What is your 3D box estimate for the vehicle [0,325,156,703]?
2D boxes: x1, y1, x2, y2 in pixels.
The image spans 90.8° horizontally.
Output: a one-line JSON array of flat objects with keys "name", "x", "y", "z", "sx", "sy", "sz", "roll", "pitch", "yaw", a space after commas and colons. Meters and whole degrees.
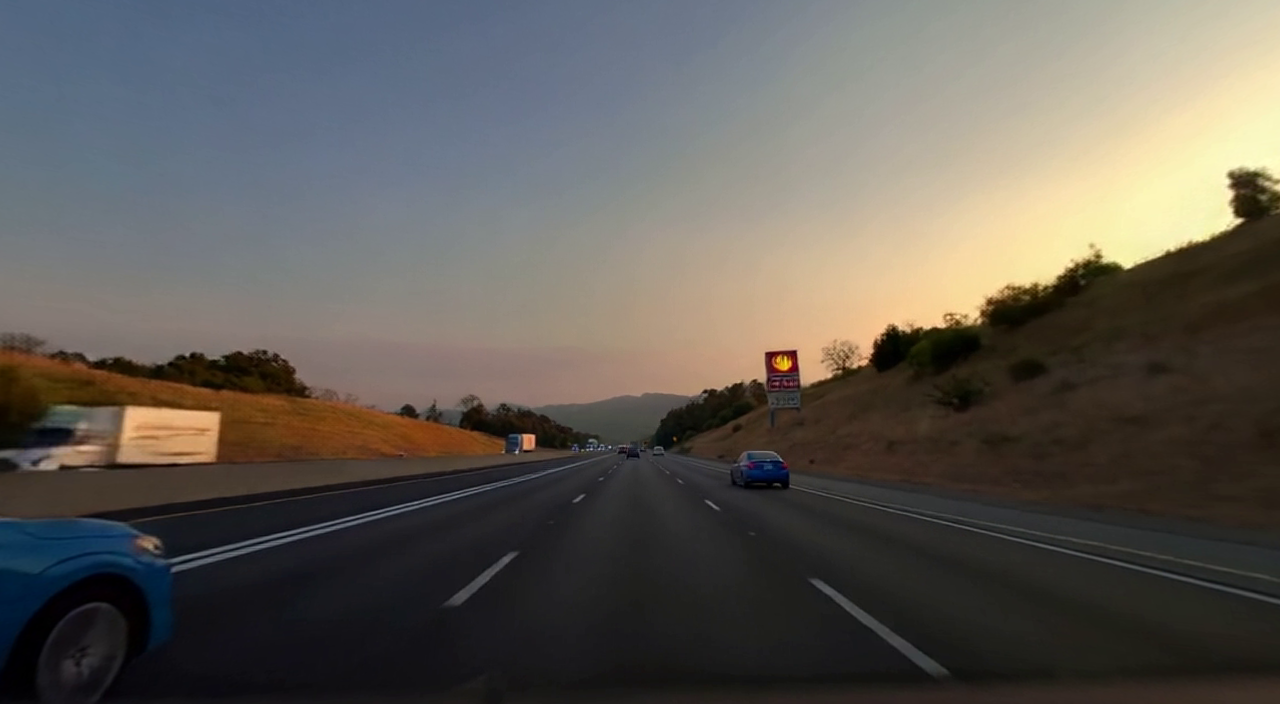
[{"name": "vehicle", "x": -3.138, "y": 0.514, "z": 0.289, "sx": 2.277, "sy": 1.695, "sz": 4.475, "roll": 0, "pitch": -9, "yaw": -1}]

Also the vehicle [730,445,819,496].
[{"name": "vehicle", "x": 4.268, "y": 3.822, "z": 20.698, "sx": 1.967, "sy": 1.472, "sz": 3.751, "roll": 0, "pitch": -9, "yaw": -2}]
